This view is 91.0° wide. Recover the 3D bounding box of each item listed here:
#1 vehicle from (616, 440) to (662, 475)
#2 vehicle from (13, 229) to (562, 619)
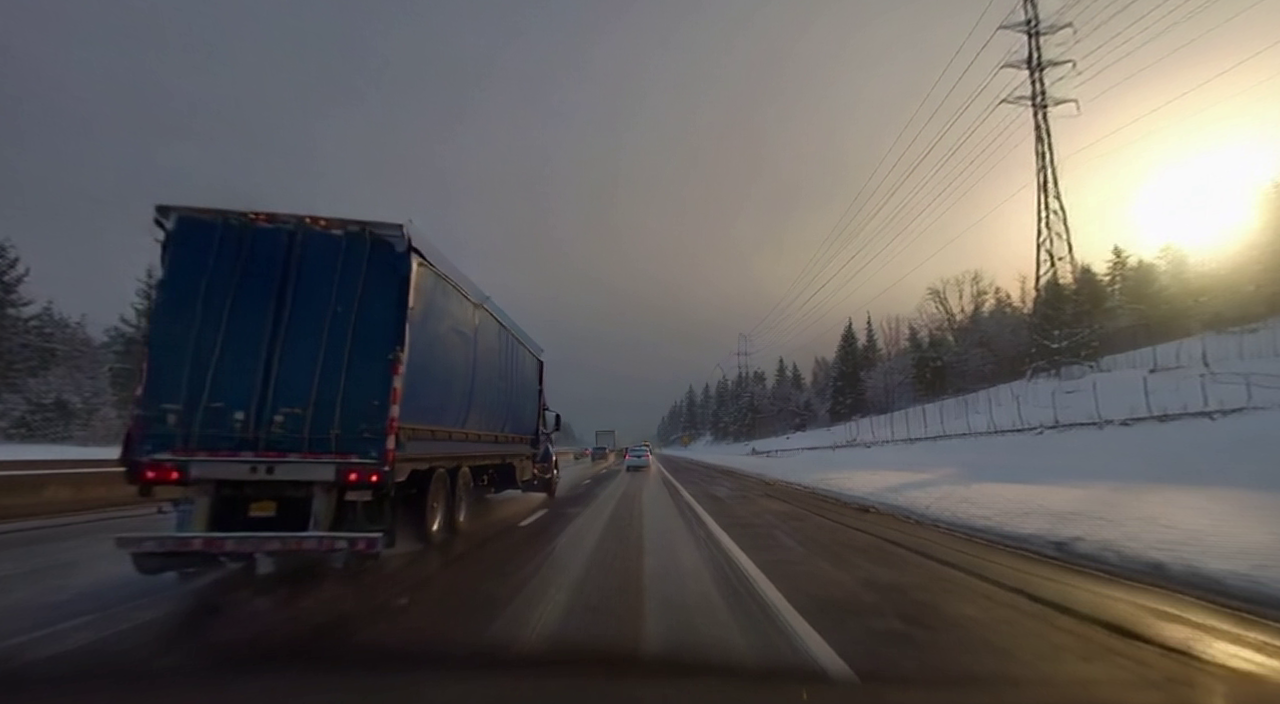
[{"bbox_3d":[-0.049,5.308,31.851,2.178,1.640,4.071,0,-9,0],"label":"vehicle"},{"bbox_3d":[-3.453,1.220,9.814,3.023,3.246,9.102,-1,-9,2],"label":"vehicle"}]
